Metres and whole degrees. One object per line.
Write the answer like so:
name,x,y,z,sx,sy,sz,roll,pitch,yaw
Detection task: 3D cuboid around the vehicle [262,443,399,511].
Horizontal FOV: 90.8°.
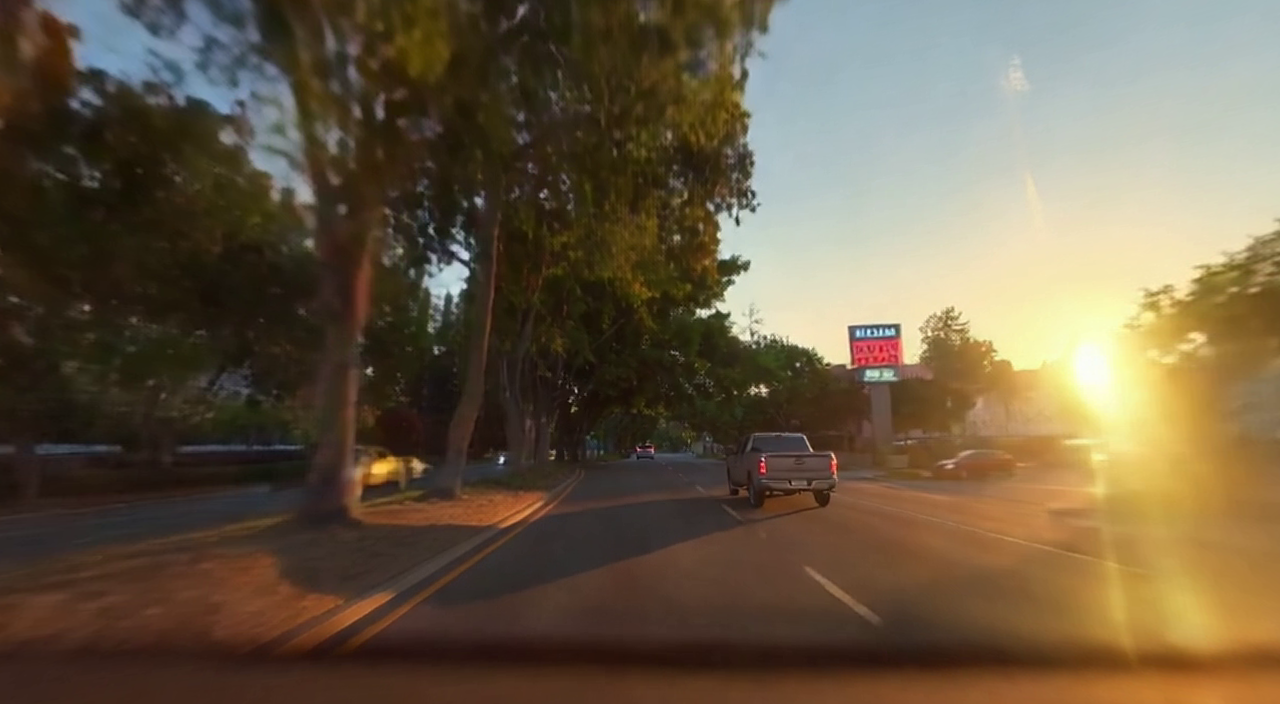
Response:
vehicle,-8.671,3.476,18.163,1.834,1.695,4.129,0,-8,-1

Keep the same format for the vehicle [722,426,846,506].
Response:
vehicle,3.708,3.035,17.378,2.138,1.836,5.245,0,-8,0

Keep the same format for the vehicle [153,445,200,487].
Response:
vehicle,-30.113,7.383,41.088,1.541,2.550,1.957,-3,-8,0

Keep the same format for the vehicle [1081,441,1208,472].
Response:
vehicle,24.845,5.157,31.228,4.648,1.444,1.912,0,-8,-1

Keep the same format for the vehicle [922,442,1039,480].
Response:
vehicle,16.604,5.320,30.956,4.554,1.566,1.925,-3,-8,-1
